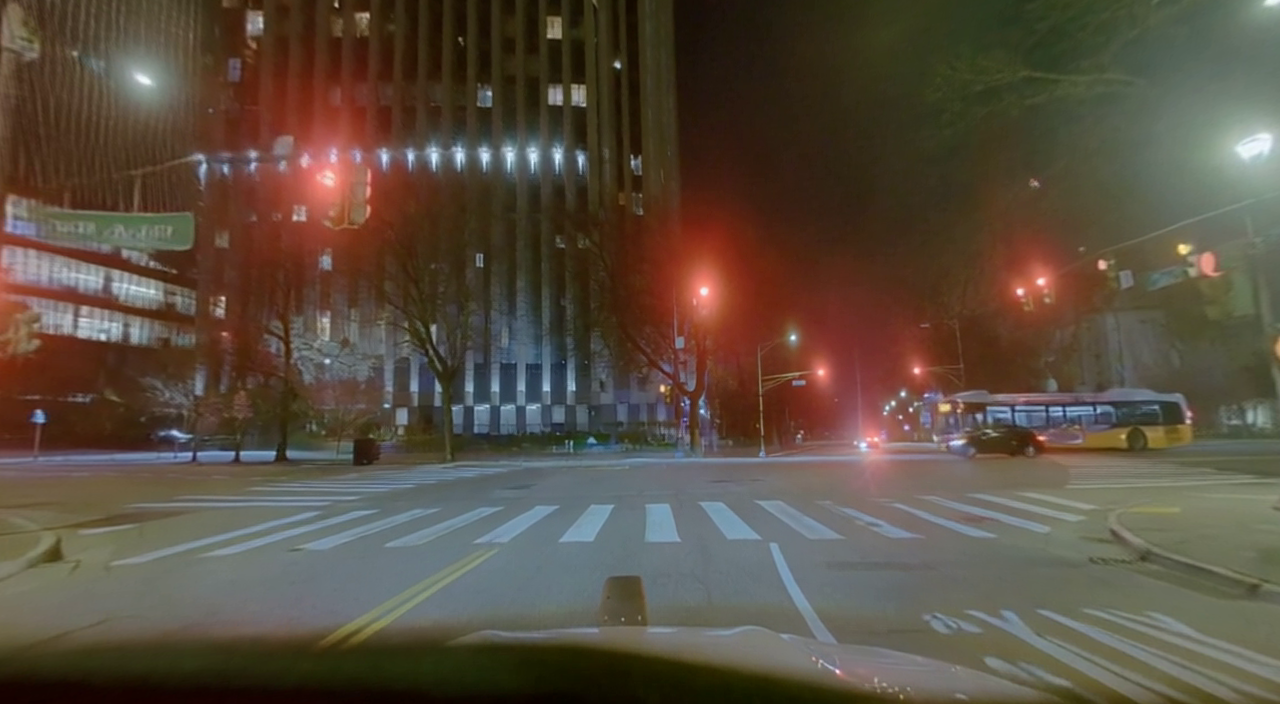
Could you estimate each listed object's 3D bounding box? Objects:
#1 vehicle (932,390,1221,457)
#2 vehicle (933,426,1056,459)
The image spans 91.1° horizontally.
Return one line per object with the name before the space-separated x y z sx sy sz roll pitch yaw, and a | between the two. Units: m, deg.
vehicle | 22.549 3.813 32.962 12.822 3.296 3.033 0 -9 -1
vehicle | 16.206 4.179 28.876 4.538 1.461 1.805 0 -9 -1
